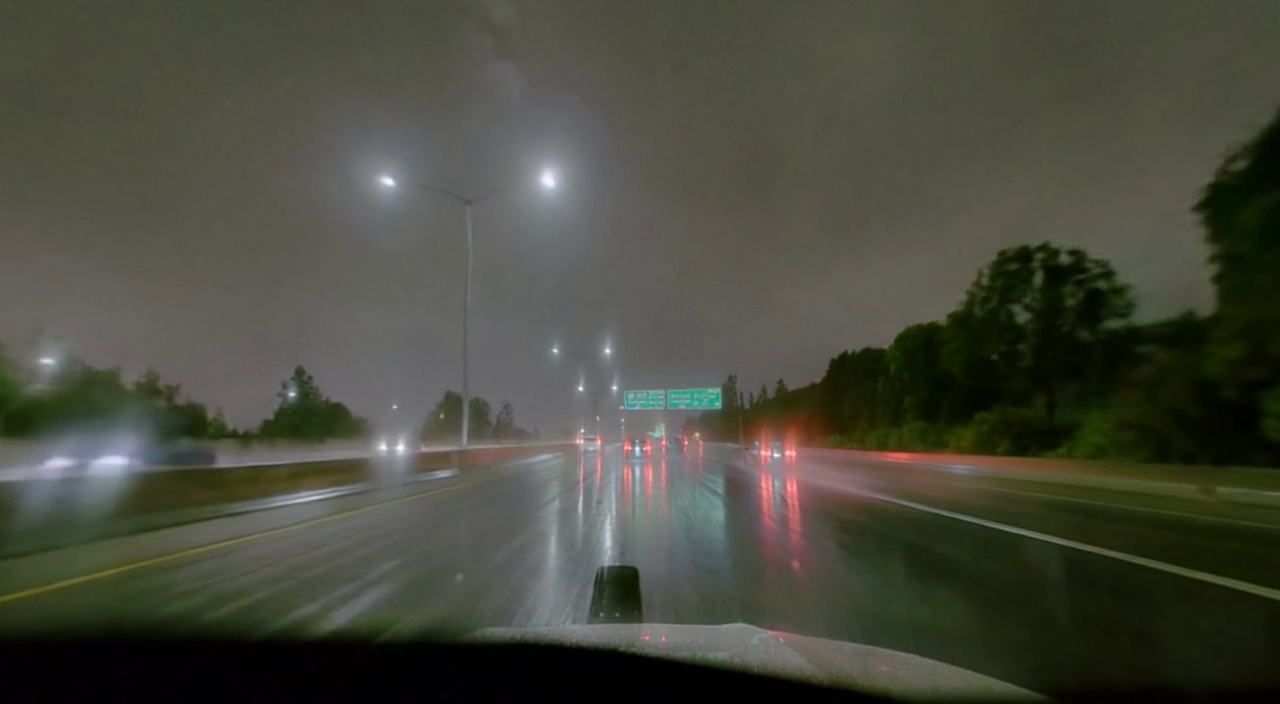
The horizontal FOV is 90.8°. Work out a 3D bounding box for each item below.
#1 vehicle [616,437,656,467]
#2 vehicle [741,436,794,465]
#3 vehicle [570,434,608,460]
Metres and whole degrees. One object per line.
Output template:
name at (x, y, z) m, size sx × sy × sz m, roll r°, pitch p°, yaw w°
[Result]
vehicle at (-0.231, 5.272, 33.509) m, size 1.985 × 1.457 × 4.227 m, roll 0°, pitch -9°, yaw -1°
vehicle at (7.041, 5.488, 35.268) m, size 1.935 × 1.478 × 4.433 m, roll 0°, pitch -9°, yaw -1°
vehicle at (-3.450, 6.518, 43.378) m, size 2.123 × 1.661 × 4.601 m, roll 0°, pitch -9°, yaw 1°
